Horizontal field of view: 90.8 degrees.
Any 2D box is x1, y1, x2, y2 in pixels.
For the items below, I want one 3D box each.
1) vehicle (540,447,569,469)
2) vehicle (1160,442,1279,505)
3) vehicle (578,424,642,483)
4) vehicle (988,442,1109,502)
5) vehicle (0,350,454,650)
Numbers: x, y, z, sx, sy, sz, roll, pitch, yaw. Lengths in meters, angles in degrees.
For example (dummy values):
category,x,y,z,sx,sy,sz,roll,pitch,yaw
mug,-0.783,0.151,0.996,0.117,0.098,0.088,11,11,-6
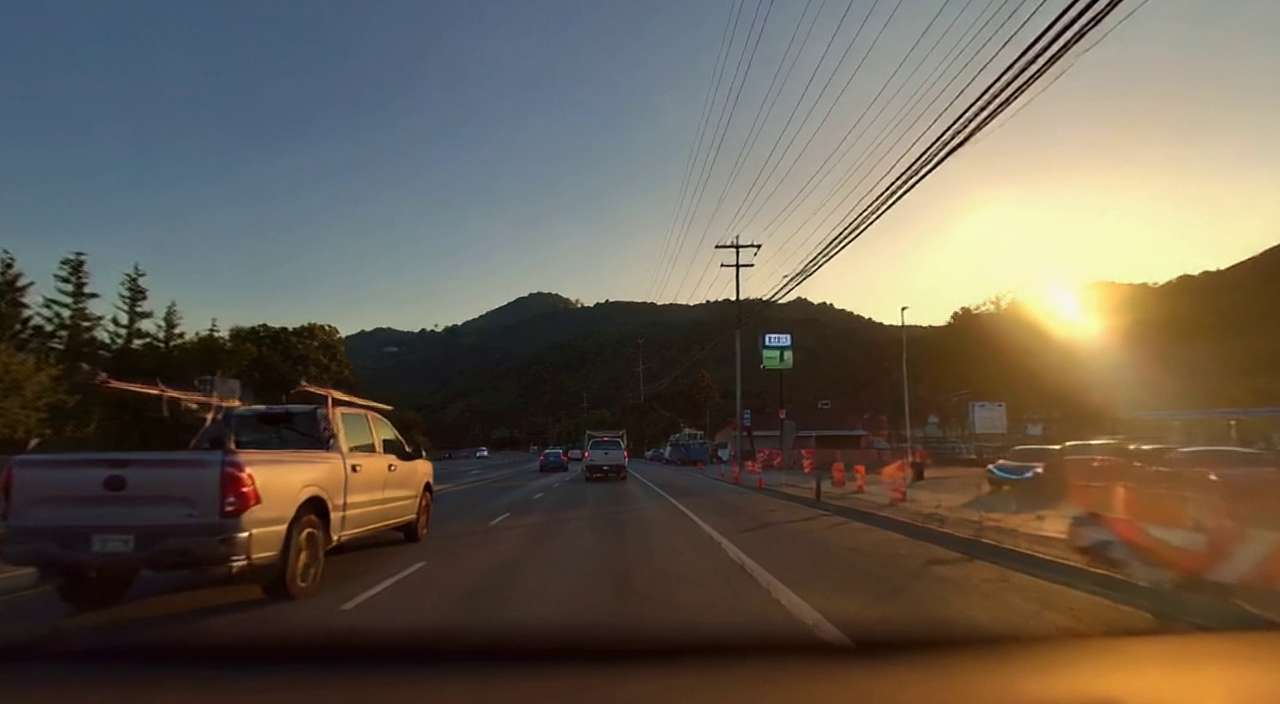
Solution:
category,x,y,z,sx,sy,sz,roll,pitch,yaw
vehicle,-6.287,7.816,46.787,1.972,1.496,4.150,1,-9,-5
vehicle,19.619,3.942,21.106,5.424,1.844,2.255,7,-11,-39
vehicle,-1.348,4.371,27.497,2.486,2.280,5.291,0,-9,-4
vehicle,14.906,4.237,22.920,5.331,1.917,2.166,7,-11,-41
vehicle,-4.113,1.397,7.151,2.345,2.012,5.693,0,-8,-1
